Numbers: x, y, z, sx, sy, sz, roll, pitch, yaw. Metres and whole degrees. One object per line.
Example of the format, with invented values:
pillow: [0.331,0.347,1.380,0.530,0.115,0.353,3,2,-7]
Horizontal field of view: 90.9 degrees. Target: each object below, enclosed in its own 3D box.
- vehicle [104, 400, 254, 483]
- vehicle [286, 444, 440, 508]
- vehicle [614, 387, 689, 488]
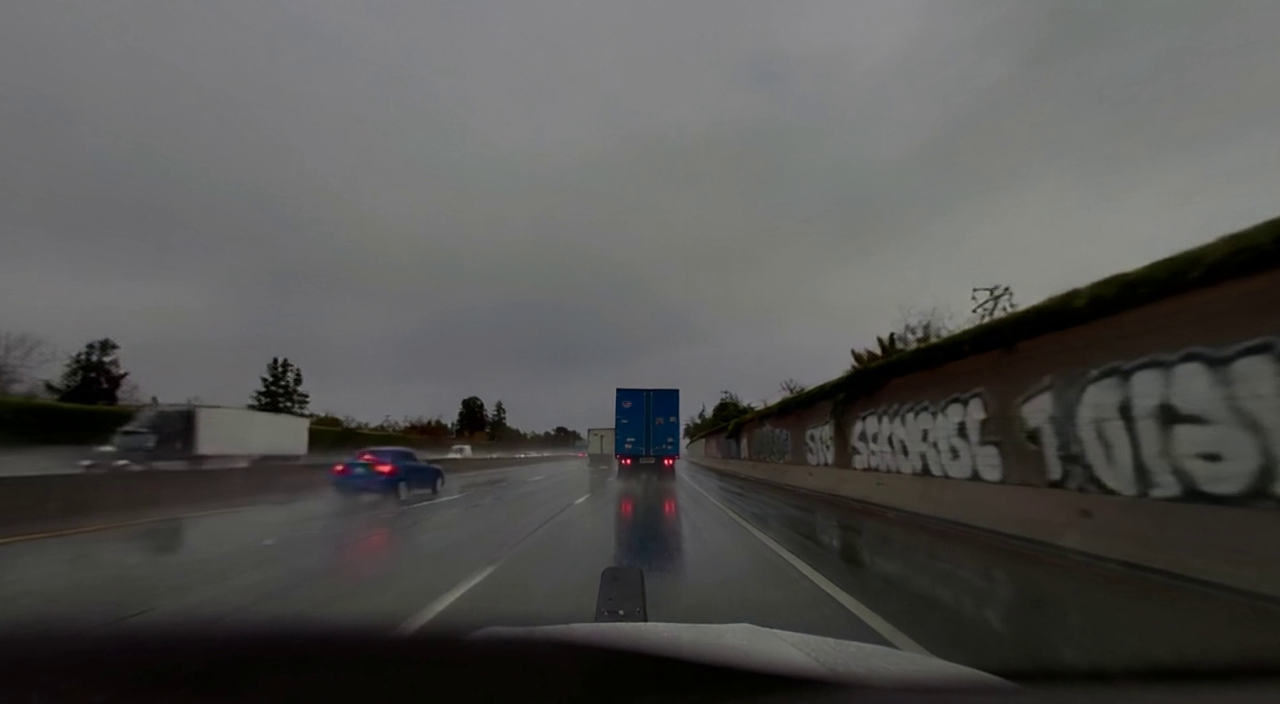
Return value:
vehicle: [-23.849,4.738,33.117,2.940,3.893,6.068,0,-9,2]
vehicle: [-7.447,3.373,17.630,1.998,1.529,4.850,0,-9,1]
vehicle: [0.489,4.292,30.911,2.997,4.069,10.871,0,-9,0]
